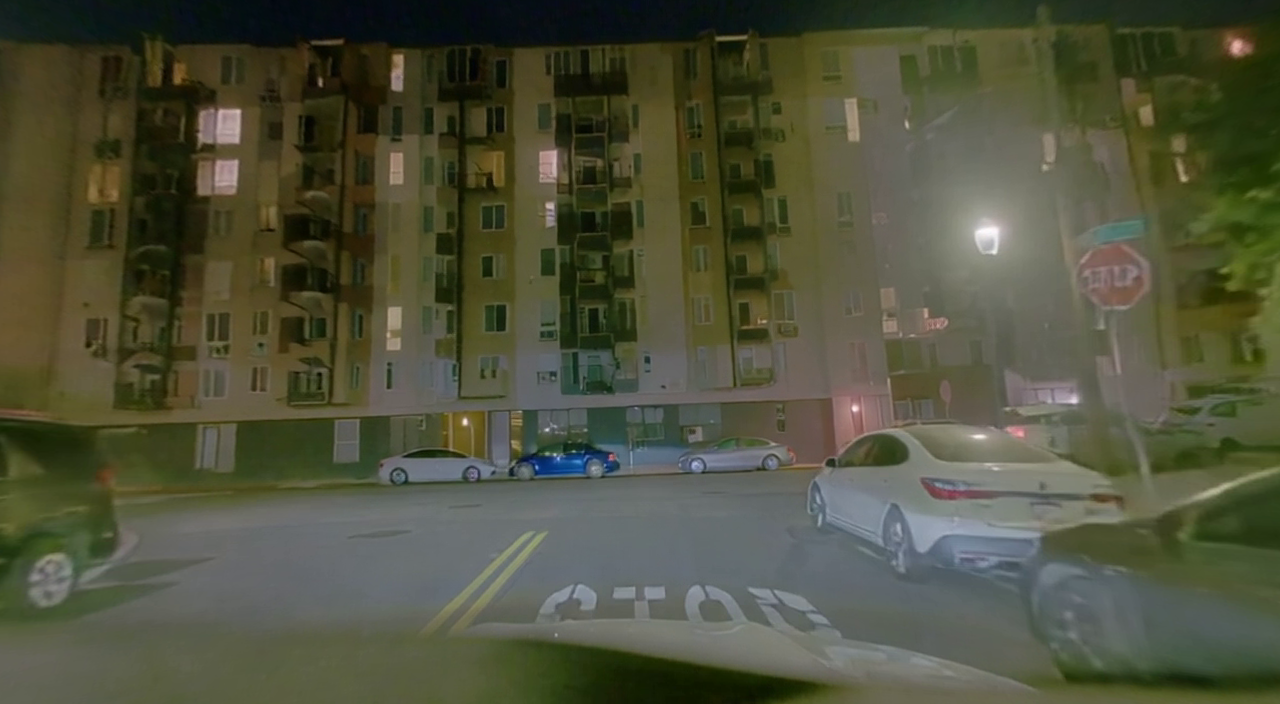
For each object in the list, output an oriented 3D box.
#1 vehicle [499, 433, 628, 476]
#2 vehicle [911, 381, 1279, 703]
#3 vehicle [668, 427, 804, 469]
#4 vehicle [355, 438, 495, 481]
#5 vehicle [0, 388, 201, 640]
[{"bbox_3d":[-2.744,3.755,23.260,4.489,1.470,1.776,1,-8,-4],"label":"vehicle"},{"bbox_3d":[3.143,0.878,2.258,2.024,1.503,4.565,1,-8,-5],"label":"vehicle"},{"bbox_3d":[3.475,3.575,23.496,4.681,1.480,1.817,1,-8,-3],"label":"vehicle"},{"bbox_3d":[-7.672,3.878,22.897,4.423,1.449,1.813,1,-8,-5],"label":"vehicle"},{"bbox_3d":[-5.922,1.131,4.077,2.208,1.903,6.040,1,-8,-4],"label":"vehicle"}]
